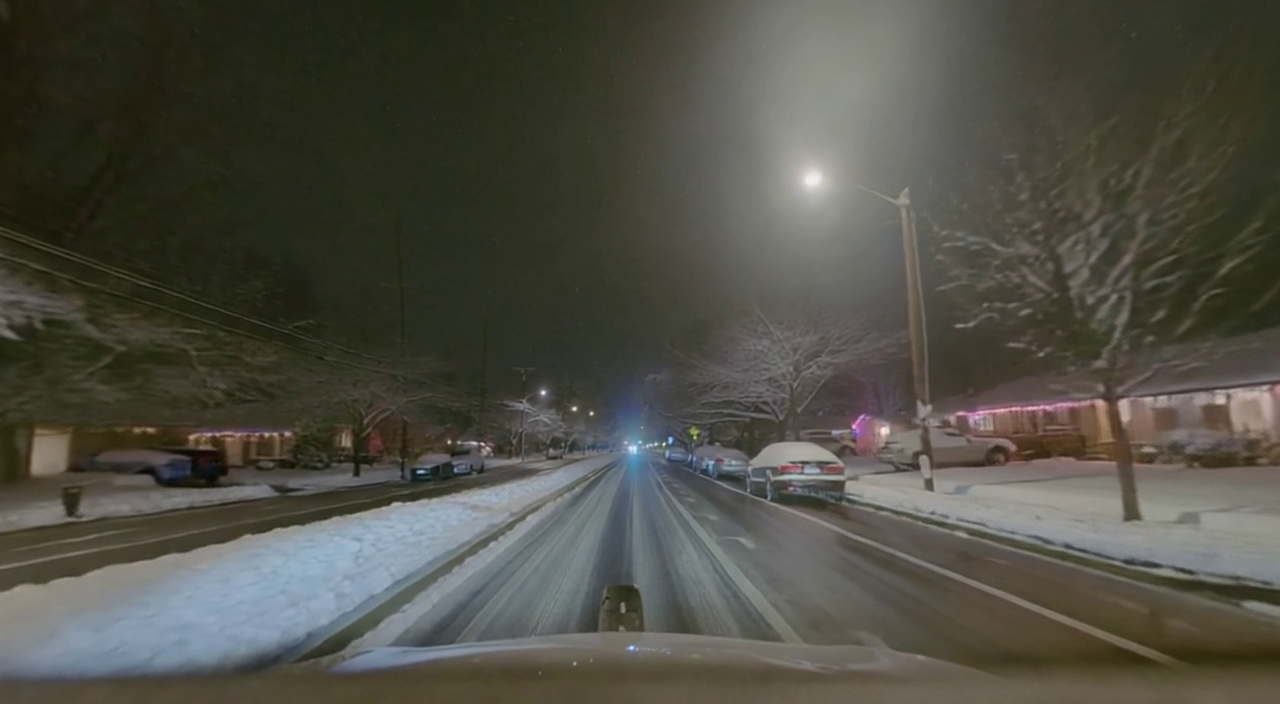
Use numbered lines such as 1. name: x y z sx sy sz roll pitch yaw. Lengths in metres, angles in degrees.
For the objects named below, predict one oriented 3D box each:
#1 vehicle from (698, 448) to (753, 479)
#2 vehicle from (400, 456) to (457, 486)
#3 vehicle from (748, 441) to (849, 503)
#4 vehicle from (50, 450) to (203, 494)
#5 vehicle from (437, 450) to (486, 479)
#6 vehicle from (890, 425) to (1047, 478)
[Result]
1. vehicle: 4.485 5.940 33.954 2.035 1.498 4.910 0 -9 -3
2. vehicle: -12.876 7.228 38.752 1.925 1.498 4.850 -4 -8 -1
3. vehicle: 4.665 3.654 19.384 1.934 1.546 5.009 2 -10 2
4. vehicle: -21.061 4.933 26.083 4.534 1.536 1.952 2 -8 0
5. vehicle: -12.848 8.132 45.737 2.075 1.917 4.984 -1 -10 0
6. vehicle: 12.620 3.879 24.529 4.850 1.610 1.980 -5 -10 3
